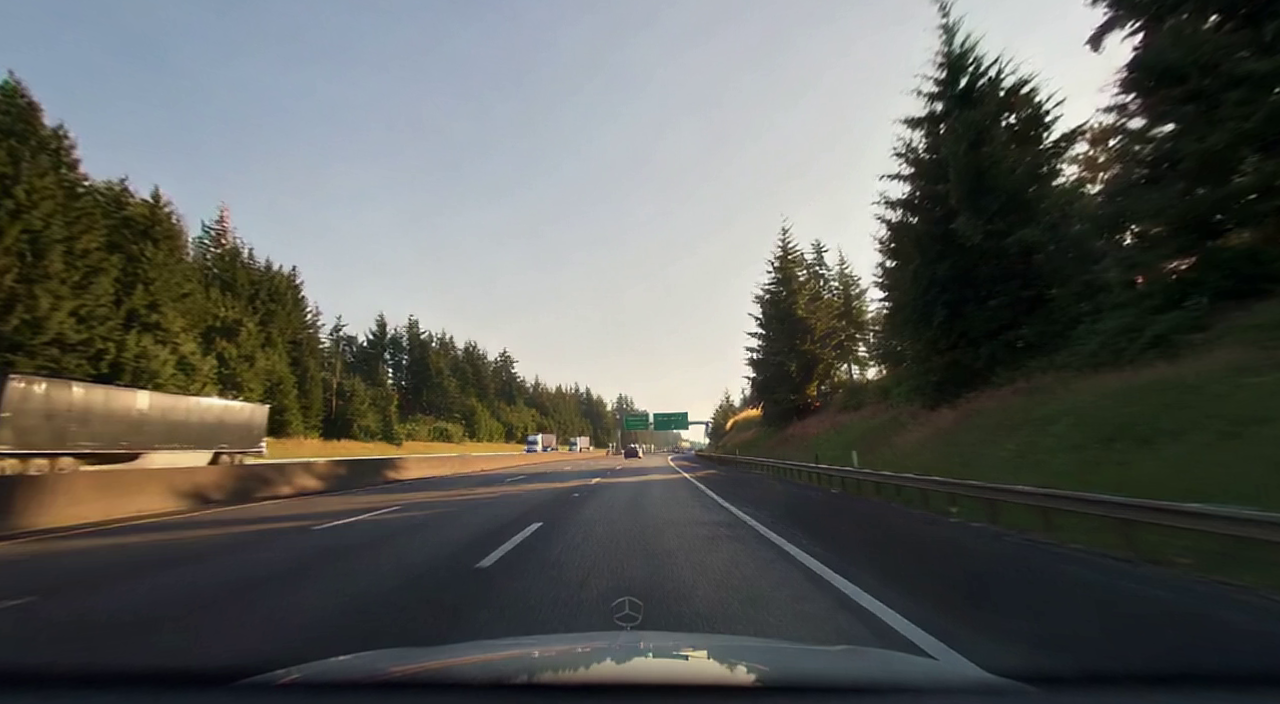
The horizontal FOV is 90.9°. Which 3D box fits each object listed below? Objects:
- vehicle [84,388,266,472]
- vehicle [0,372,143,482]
[{"bbox_3d":[-22.542,3.973,31.322,2.833,3.669,7.802,0,-9,1],"label":"vehicle"},{"bbox_3d":[-22.684,2.575,21.448,2.969,3.632,10.133,0,-9,1],"label":"vehicle"}]
